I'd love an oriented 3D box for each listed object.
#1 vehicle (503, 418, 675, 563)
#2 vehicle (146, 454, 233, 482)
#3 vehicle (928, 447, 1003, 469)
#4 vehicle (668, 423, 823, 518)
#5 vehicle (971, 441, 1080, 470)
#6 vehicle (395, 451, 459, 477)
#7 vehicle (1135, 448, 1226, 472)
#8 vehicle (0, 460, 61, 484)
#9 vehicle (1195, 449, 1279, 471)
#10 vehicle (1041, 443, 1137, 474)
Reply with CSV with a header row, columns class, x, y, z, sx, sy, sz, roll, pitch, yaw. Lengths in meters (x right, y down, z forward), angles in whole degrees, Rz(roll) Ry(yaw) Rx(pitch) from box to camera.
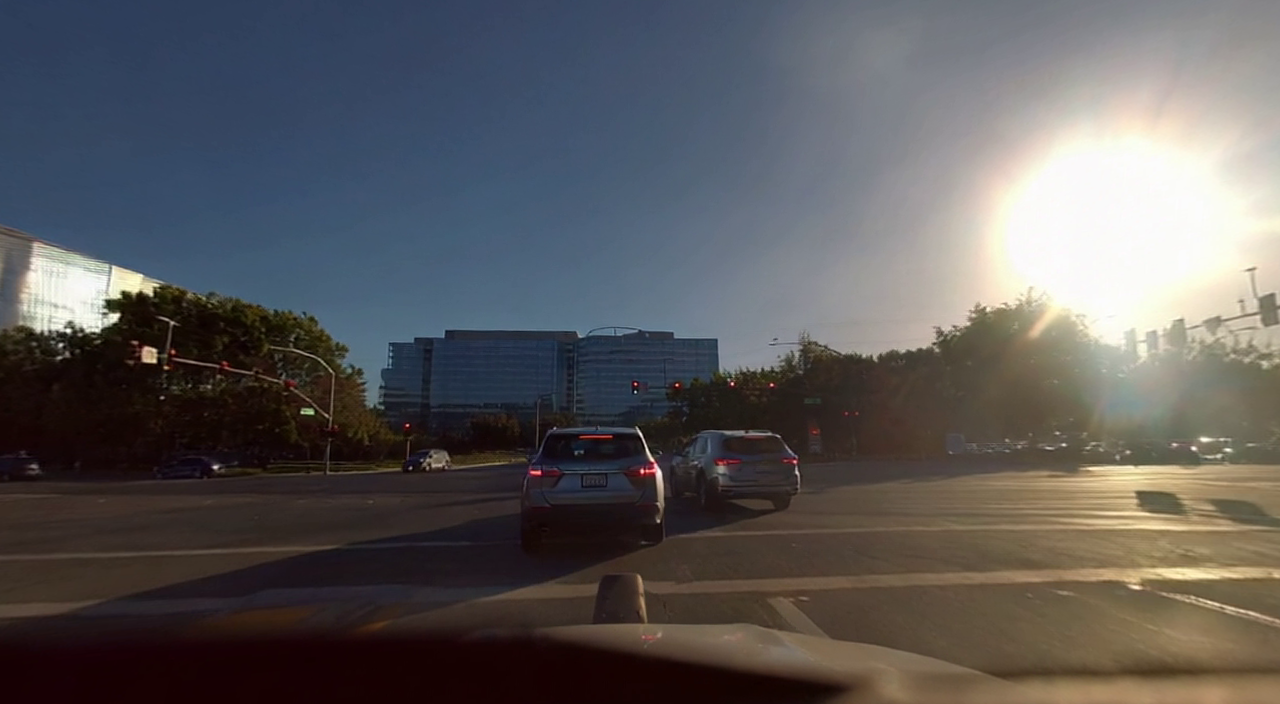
class,x,y,z,sx,sy,sz,roll,pitch,yaw
vehicle,-0.799,1.963,9.691,2.039,1.698,4.144,1,-9,-6
vehicle,-29.020,7.435,40.747,4.318,1.712,2.188,-2,-9,14
vehicle,24.918,8.132,48.463,4.587,1.634,2.078,0,-9,-1
vehicle,2.137,2.602,14.393,2.228,1.798,4.370,1,-9,-8
vehicle,25.918,6.964,42.642,5.895,1.921,2.150,0,-9,1
vehicle,-13.916,7.267,41.228,3.771,1.593,1.789,-5,-10,28
vehicle,35.698,7.114,41.753,4.446,1.530,1.728,0,-8,-2
vehicle,-45.231,8.746,46.091,4.097,1.705,1.804,0,-9,1
vehicle,42.624,7.658,44.876,4.495,1.495,1.782,-1,-8,2
vehicle,27.347,6.496,38.572,4.322,1.595,1.752,-4,-10,5
